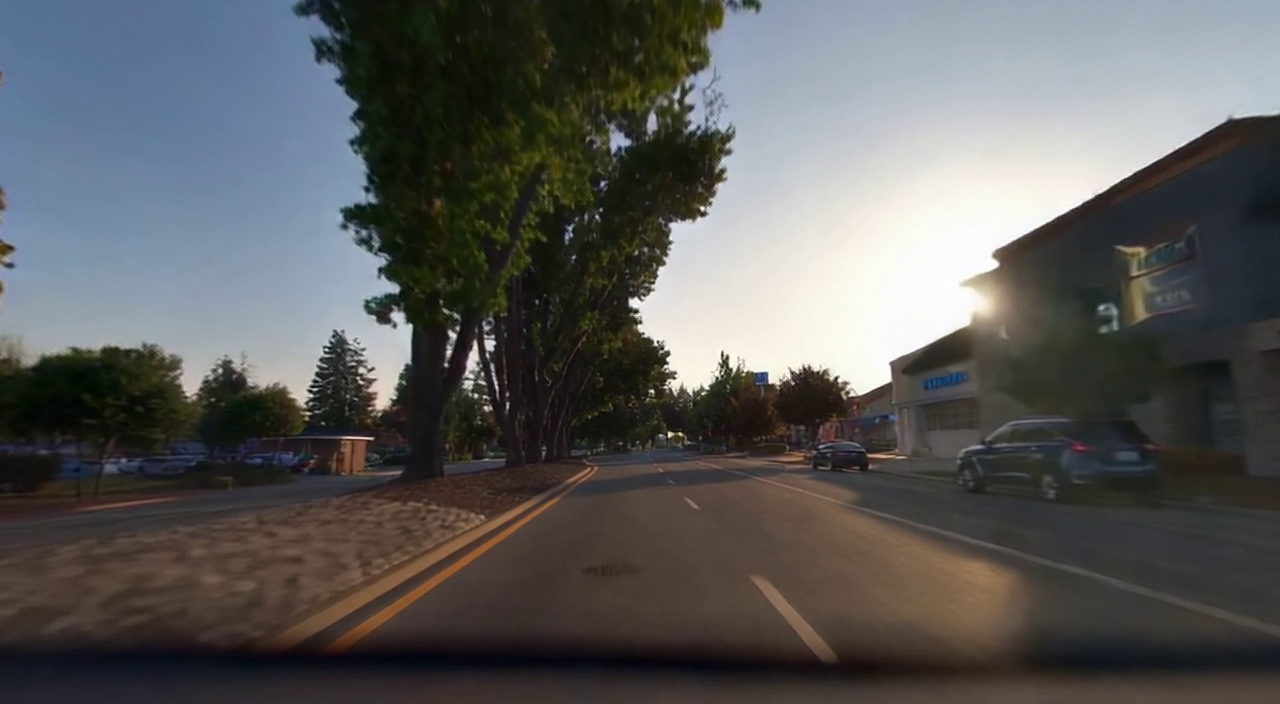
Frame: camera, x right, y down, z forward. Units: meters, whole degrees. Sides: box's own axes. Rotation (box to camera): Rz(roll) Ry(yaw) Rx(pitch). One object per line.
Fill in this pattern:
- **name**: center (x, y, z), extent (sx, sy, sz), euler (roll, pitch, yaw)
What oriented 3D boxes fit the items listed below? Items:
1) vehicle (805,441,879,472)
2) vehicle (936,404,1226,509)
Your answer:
- **vehicle**: center (10.138, 5.262, 32.125), extent (2.034, 1.437, 4.728), euler (0, -8, -2)
- **vehicle**: center (10.239, 2.523, 15.655), extent (2.610, 2.072, 5.985), euler (0, -8, -3)
